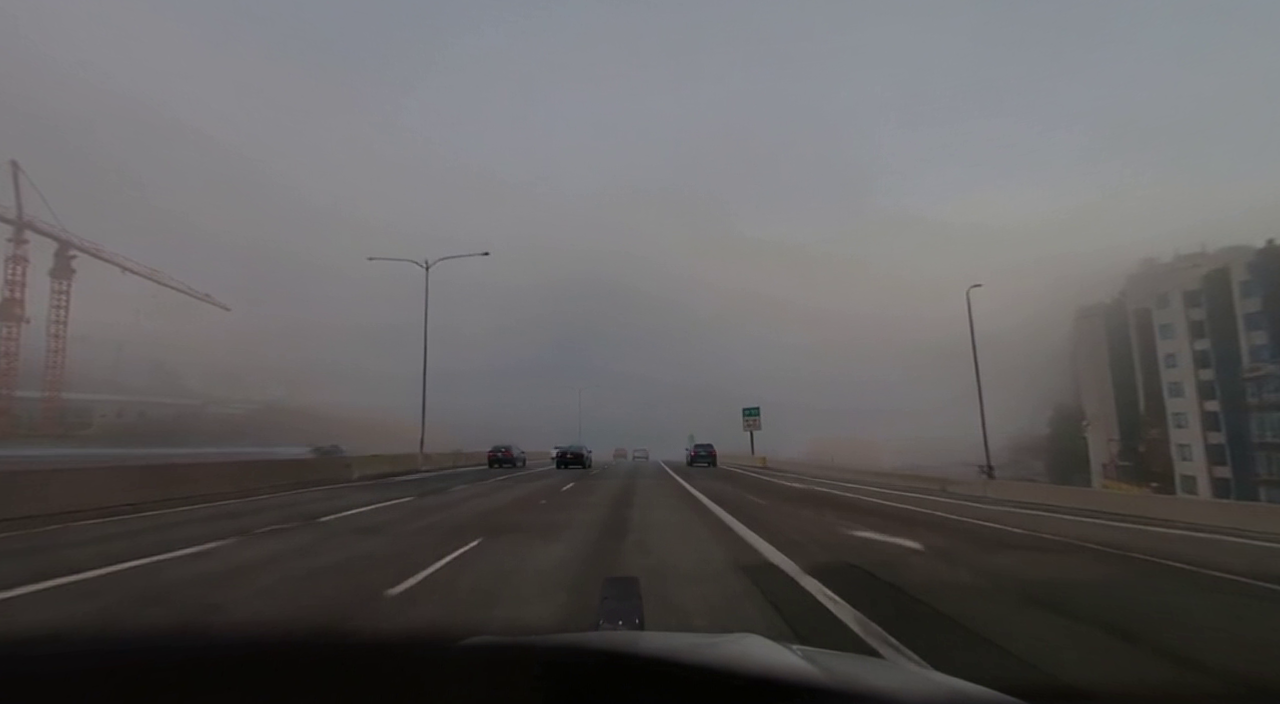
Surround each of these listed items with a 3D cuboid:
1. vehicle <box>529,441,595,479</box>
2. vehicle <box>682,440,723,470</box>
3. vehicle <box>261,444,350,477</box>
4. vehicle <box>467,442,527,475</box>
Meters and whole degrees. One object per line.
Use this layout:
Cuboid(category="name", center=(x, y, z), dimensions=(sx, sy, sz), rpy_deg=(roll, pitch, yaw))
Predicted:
Cuboid(category="vehicle", center=(-3.280, 4.630, 27.388), dimensions=(2.136, 1.512, 4.488), rpy_deg=(0, -8, 2))
Cuboid(category="vehicle", center=(3.518, 5.899, 36.266), dimensions=(1.978, 1.602, 4.092), rpy_deg=(0, -8, 0))
Cuboid(category="vehicle", center=(-16.340, 5.311, 31.161), dimensions=(1.826, 1.476, 4.548), rpy_deg=(0, -8, 1))
Cuboid(category="vehicle", center=(-7.131, 5.342, 31.988), dimensions=(1.951, 1.528, 4.209), rpy_deg=(0, -8, 1))
